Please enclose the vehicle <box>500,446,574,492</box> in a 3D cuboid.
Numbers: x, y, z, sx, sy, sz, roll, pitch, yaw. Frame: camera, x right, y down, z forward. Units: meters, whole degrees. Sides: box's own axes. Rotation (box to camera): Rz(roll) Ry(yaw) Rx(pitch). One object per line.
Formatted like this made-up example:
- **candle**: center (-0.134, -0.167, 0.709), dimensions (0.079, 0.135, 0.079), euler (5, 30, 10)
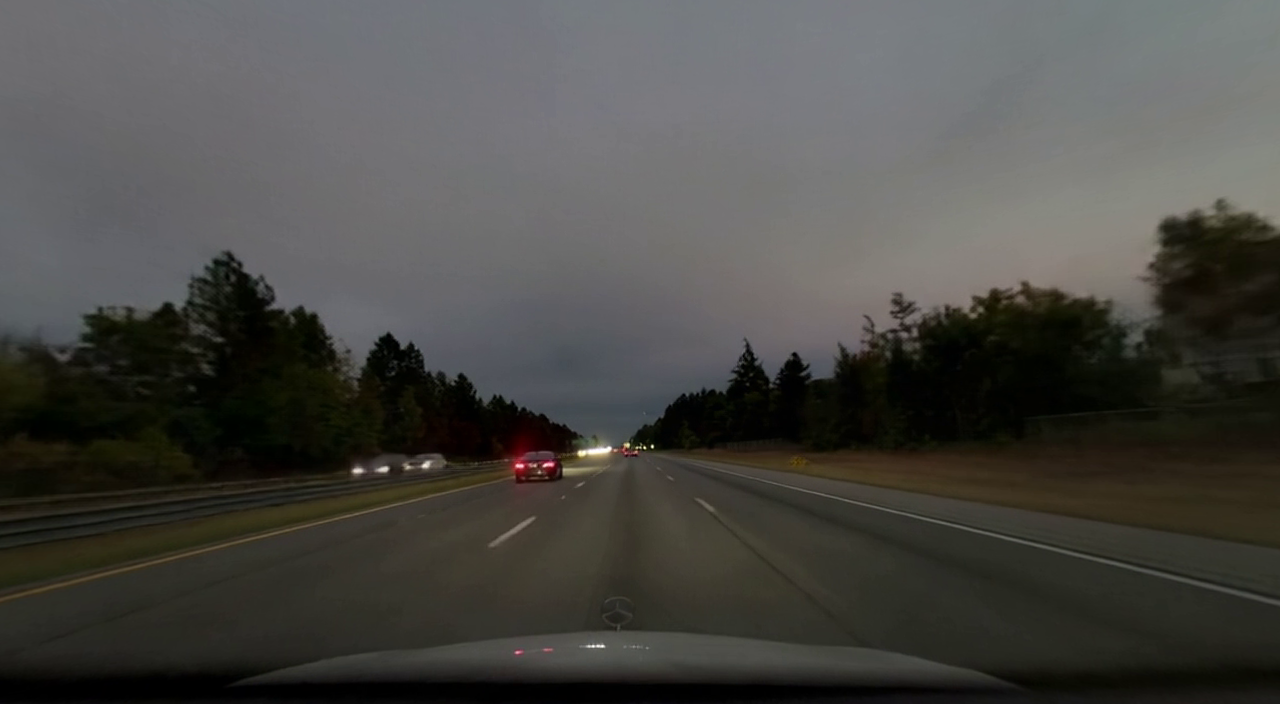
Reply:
- **vehicle**: center (-3.597, 4.156, 22.628), dimensions (1.970, 1.492, 3.944), euler (0, -9, 0)
